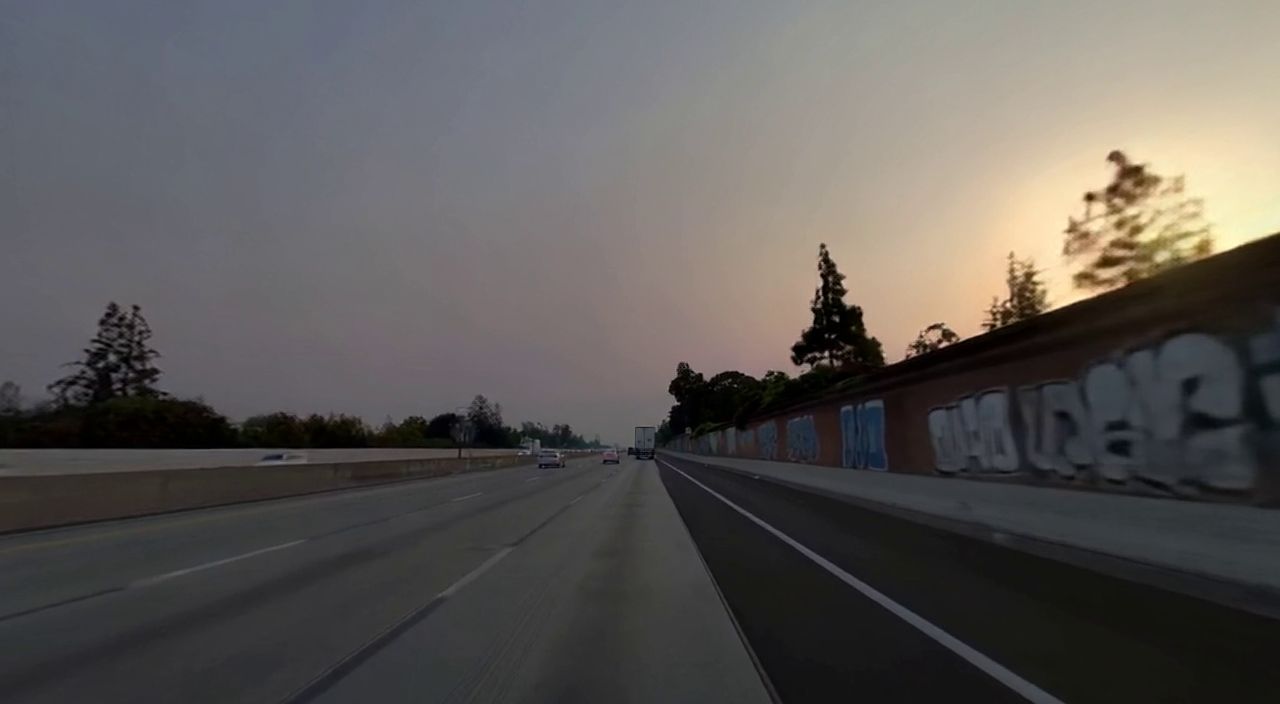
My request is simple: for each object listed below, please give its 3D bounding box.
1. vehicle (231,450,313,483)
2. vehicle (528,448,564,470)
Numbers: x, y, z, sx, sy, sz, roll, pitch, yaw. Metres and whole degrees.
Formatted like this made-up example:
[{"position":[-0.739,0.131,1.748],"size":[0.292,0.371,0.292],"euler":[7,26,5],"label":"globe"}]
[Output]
[{"position":[-22.031,6.838,37.941],"size":[1.991,1.806,4.811],"euler":[0,-9,0],"label":"vehicle"},{"position":[-6.556,7.497,44.339],"size":[2.027,1.431,3.033],"euler":[0,-9,1],"label":"vehicle"}]
